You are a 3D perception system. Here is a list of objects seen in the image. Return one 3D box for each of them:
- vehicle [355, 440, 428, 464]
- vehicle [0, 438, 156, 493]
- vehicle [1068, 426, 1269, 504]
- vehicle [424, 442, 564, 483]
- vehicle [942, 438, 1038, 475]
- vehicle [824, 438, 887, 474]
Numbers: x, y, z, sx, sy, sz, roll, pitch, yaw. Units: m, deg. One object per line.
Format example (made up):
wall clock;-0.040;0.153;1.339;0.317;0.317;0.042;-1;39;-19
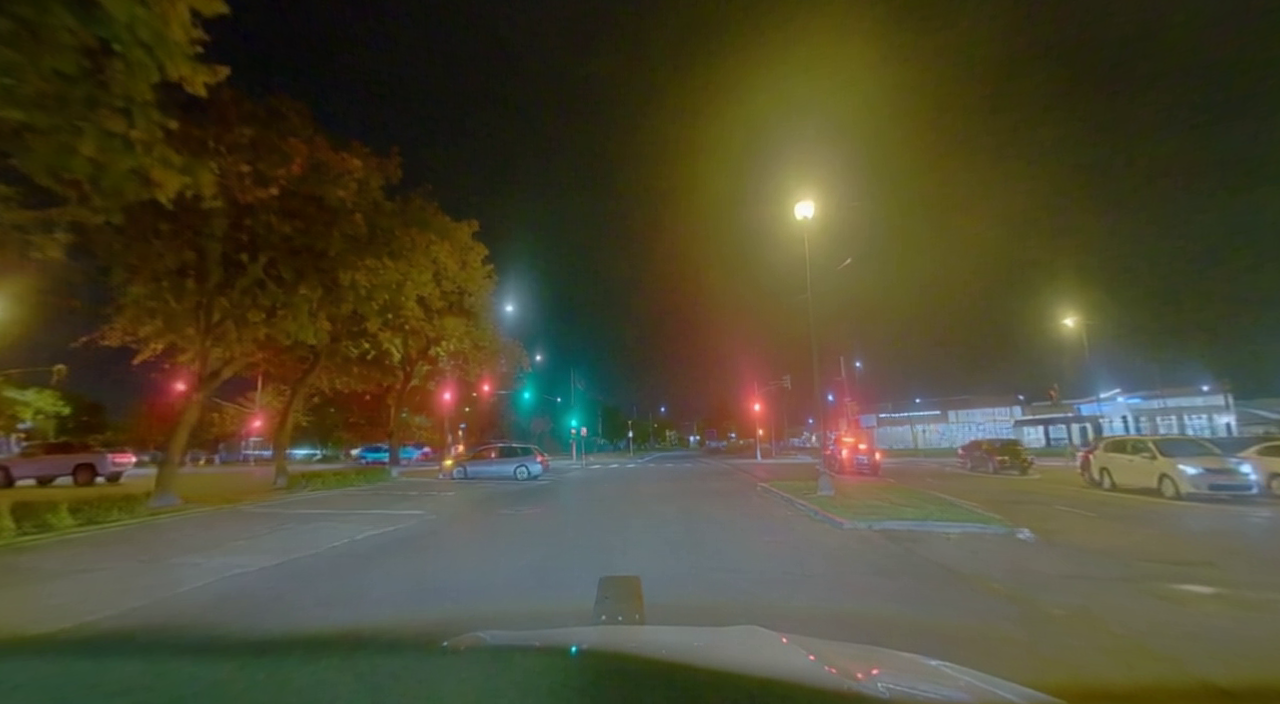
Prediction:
vehicle;-18.886;7.610;48.215;4.906;1.784;1.913;2;-9;-14
vehicle;-21.135;4.117;23.416;2.082;1.779;4.841;-1;-9;9
vehicle;12.926;2.763;15.909;1.921;1.657;4.400;-2;-9;12
vehicle;-5.584;4.219;24.465;4.792;1.468;2.116;-2;-9;12
vehicle;15.168;4.535;27.684;1.951;1.491;4.359;-1;-8;4
vehicle;9.905;4.776;29.450;2.061;1.519;4.794;-1;-8;10
